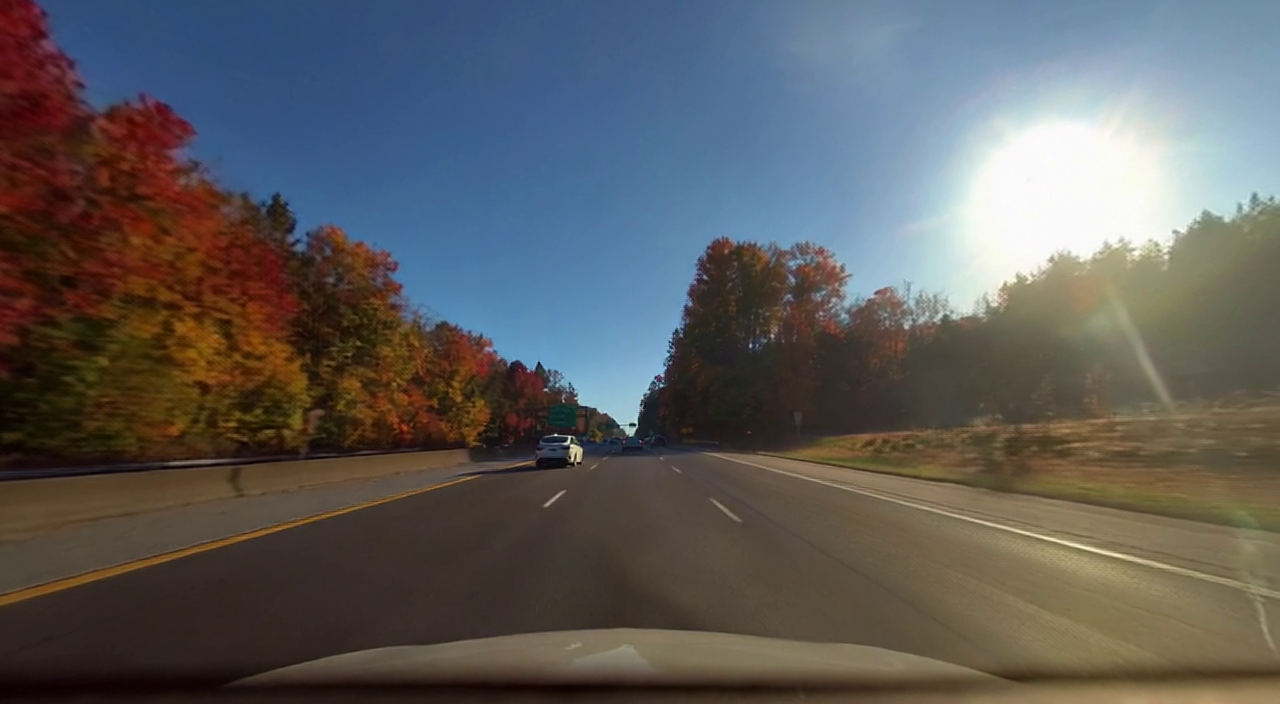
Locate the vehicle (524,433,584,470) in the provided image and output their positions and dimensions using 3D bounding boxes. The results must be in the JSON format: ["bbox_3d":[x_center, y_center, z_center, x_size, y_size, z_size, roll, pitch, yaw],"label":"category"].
[{"bbox_3d":[-3.766,4.430,28.372,2.103,1.507,4.367,0,-8,0],"label":"vehicle"}]
